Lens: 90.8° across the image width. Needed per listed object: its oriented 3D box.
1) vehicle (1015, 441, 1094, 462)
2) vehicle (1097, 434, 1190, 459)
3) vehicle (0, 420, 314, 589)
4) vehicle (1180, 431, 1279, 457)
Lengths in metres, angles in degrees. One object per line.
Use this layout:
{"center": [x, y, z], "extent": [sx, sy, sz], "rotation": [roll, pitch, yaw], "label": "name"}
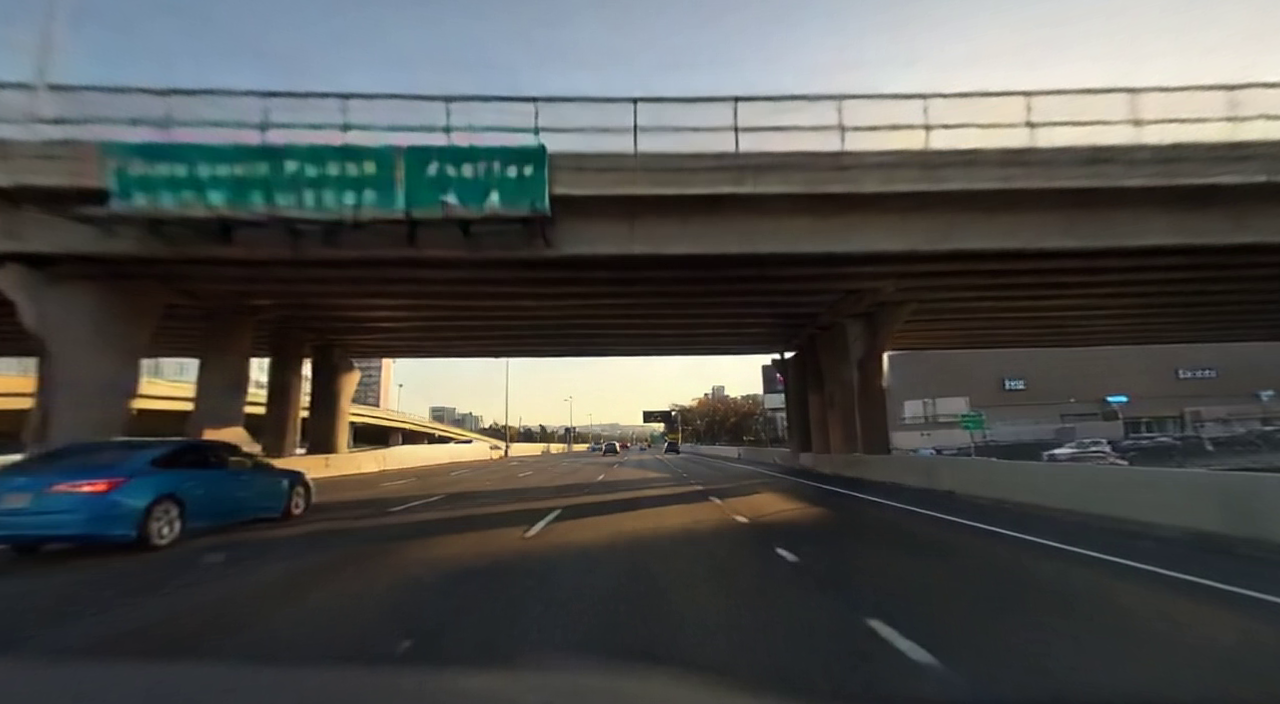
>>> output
{"center": [29.342, 7.047, 44.763], "extent": [4.323, 1.411, 1.781], "rotation": [0, -8, -1], "label": "vehicle"}
{"center": [35.808, 6.718, 44.992], "extent": [4.903, 1.676, 1.948], "rotation": [0, -8, 0], "label": "vehicle"}
{"center": [-6.272, 1.701, 7.973], "extent": [1.990, 1.529, 4.288], "rotation": [0, -8, 0], "label": "vehicle"}
{"center": [42.274, 6.568, 44.989], "extent": [5.676, 1.786, 2.073], "rotation": [0, -8, 0], "label": "vehicle"}
